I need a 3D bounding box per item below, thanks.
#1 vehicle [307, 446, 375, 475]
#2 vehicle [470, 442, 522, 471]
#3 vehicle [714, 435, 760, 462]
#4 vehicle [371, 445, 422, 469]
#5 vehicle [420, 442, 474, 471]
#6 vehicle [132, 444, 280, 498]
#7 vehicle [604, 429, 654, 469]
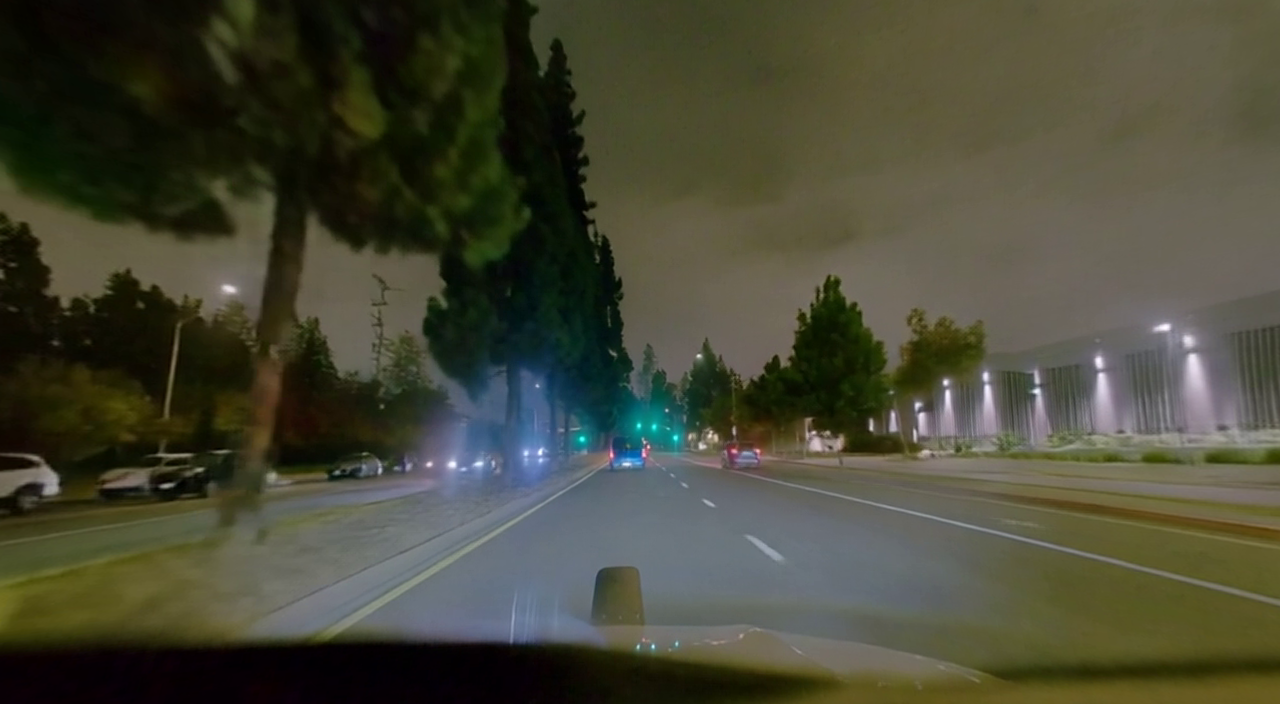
[{"bbox_3d":[-18.630,6.744,39.631,1.980,1.712,4.535,0,-8,1],"label":"vehicle"},{"bbox_3d":[-8.001,5.825,35.409,1.964,1.478,4.368,0,-8,-1],"label":"vehicle"},{"bbox_3d":[6.778,6.835,44.816,2.364,1.781,4.854,0,-8,-2],"label":"vehicle"},{"bbox_3d":[-18.400,7.934,47.990,1.999,1.682,4.914,0,-8,-1],"label":"vehicle"},{"bbox_3d":[-11.414,6.191,37.655,1.904,1.622,4.225,0,-8,-1],"label":"vehicle"},{"bbox_3d":[-14.728,4.000,21.808,1.950,1.655,4.395,0,-8,0],"label":"vehicle"},{"bbox_3d":[-0.547,5.112,33.399,2.411,1.937,5.186,0,-8,-1],"label":"vehicle"}]
